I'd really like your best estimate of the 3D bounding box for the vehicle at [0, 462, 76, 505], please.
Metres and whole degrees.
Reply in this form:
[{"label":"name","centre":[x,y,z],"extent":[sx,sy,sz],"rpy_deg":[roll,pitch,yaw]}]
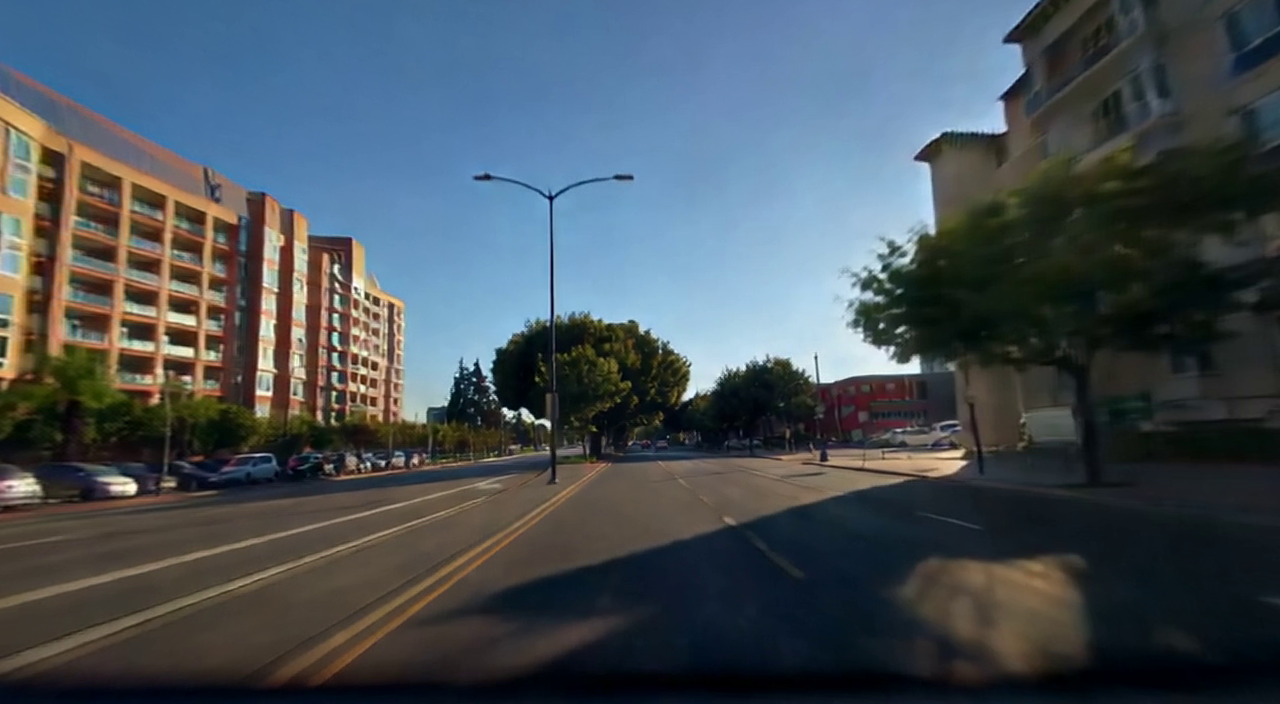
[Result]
[{"label":"vehicle","centre":[-26.284,5.399,25.959],"extent":[4.054,1.602,2.056],"rpy_deg":[3,-9,-23]}]
